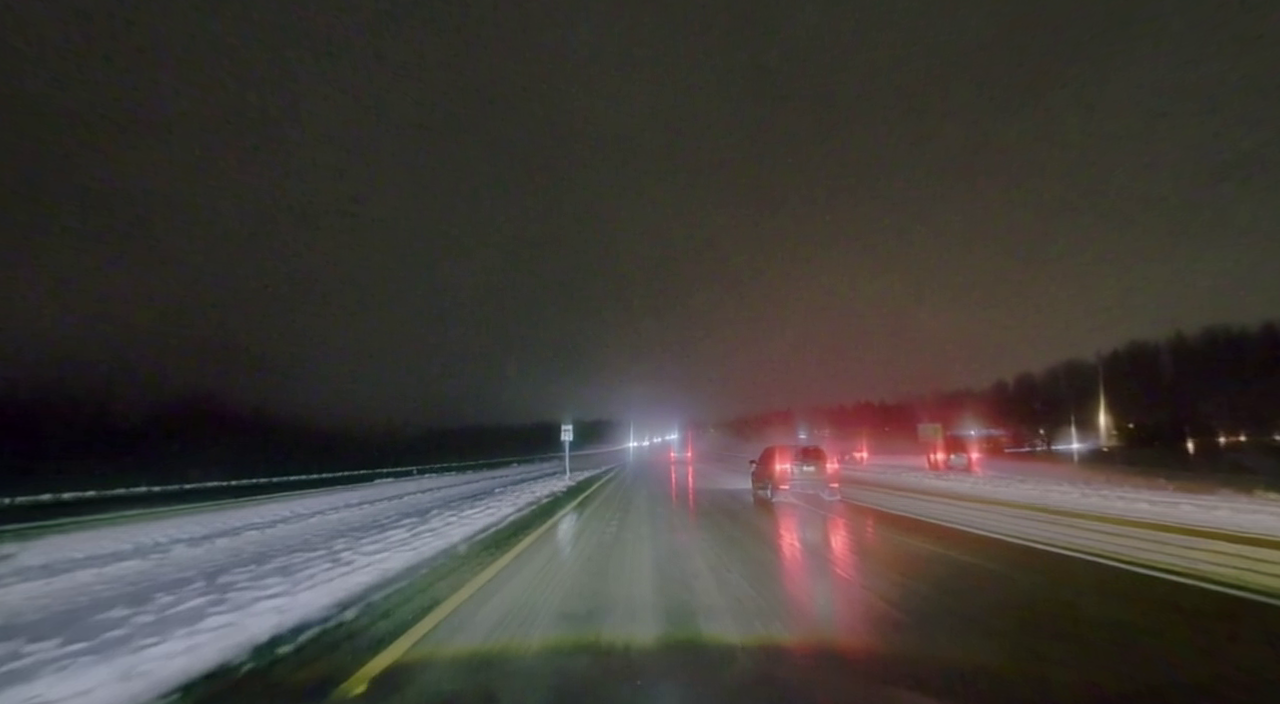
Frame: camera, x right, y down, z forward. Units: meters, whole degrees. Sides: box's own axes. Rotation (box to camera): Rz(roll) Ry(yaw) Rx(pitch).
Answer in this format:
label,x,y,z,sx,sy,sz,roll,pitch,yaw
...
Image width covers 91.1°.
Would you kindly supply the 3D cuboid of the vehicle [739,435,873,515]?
label,x,y,z,sx,sy,sz,roll,pitch,yaw
vehicle,3.644,2.763,14.540,2.024,1.579,3.707,0,-9,-1
